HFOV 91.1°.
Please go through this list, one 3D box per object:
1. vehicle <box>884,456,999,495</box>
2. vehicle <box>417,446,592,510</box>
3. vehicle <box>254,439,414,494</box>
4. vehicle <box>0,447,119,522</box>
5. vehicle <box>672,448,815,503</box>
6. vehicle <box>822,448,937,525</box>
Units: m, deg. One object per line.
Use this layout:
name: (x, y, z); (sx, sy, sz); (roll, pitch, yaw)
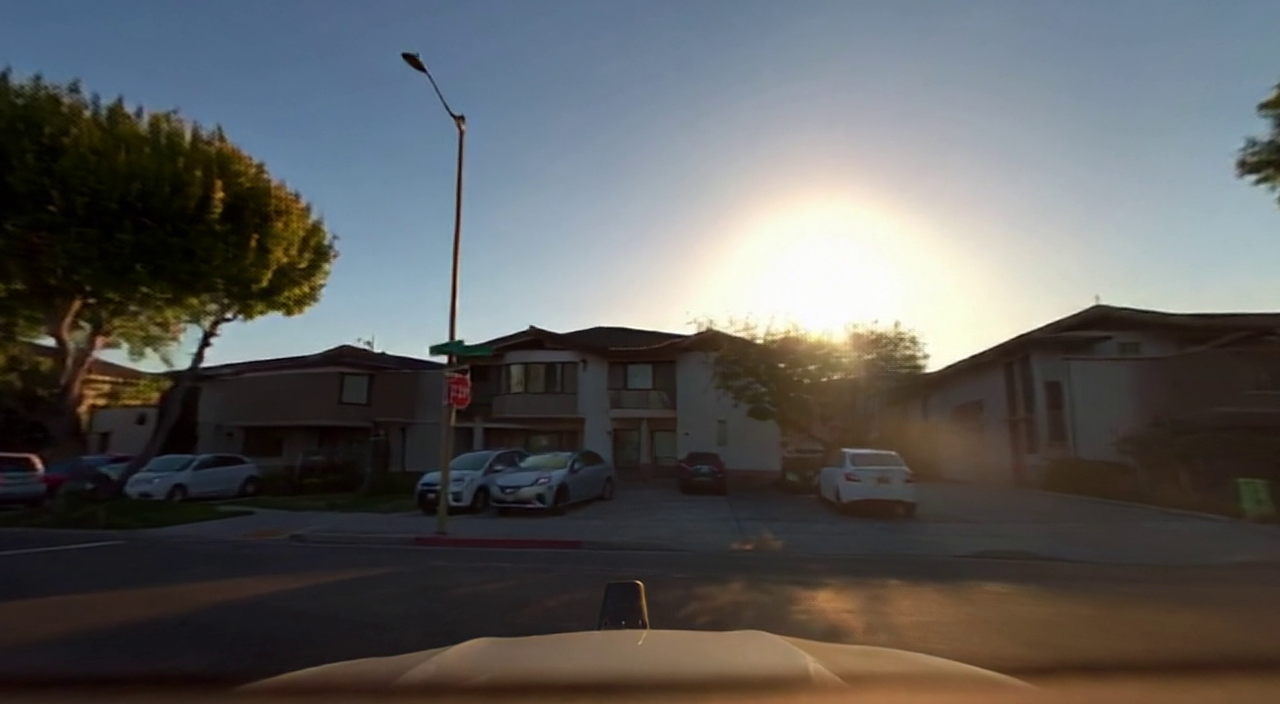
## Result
vehicle: (15.644, 6.367, 32.750); (5.004, 1.797, 1.946); (-7, -12, 41)
vehicle: (-4.058, 3.778, 19.148); (4.778, 1.753, 1.959); (-1, -9, 12)
vehicle: (-19.512, 7.226, 40.146); (9.384, 3.230, 2.928); (-2, -9, 15)
vehicle: (-19.745, 3.958, 19.269); (6.027, 1.893, 2.282); (0, -8, 11)
vehicle: (4.225, 4.861, 25.146); (5.798, 1.920, 2.267); (7, -11, -37)
vehicle: (7.106, 3.972, 19.375); (2.305, 1.962, 5.685); (-1, -9, 11)
